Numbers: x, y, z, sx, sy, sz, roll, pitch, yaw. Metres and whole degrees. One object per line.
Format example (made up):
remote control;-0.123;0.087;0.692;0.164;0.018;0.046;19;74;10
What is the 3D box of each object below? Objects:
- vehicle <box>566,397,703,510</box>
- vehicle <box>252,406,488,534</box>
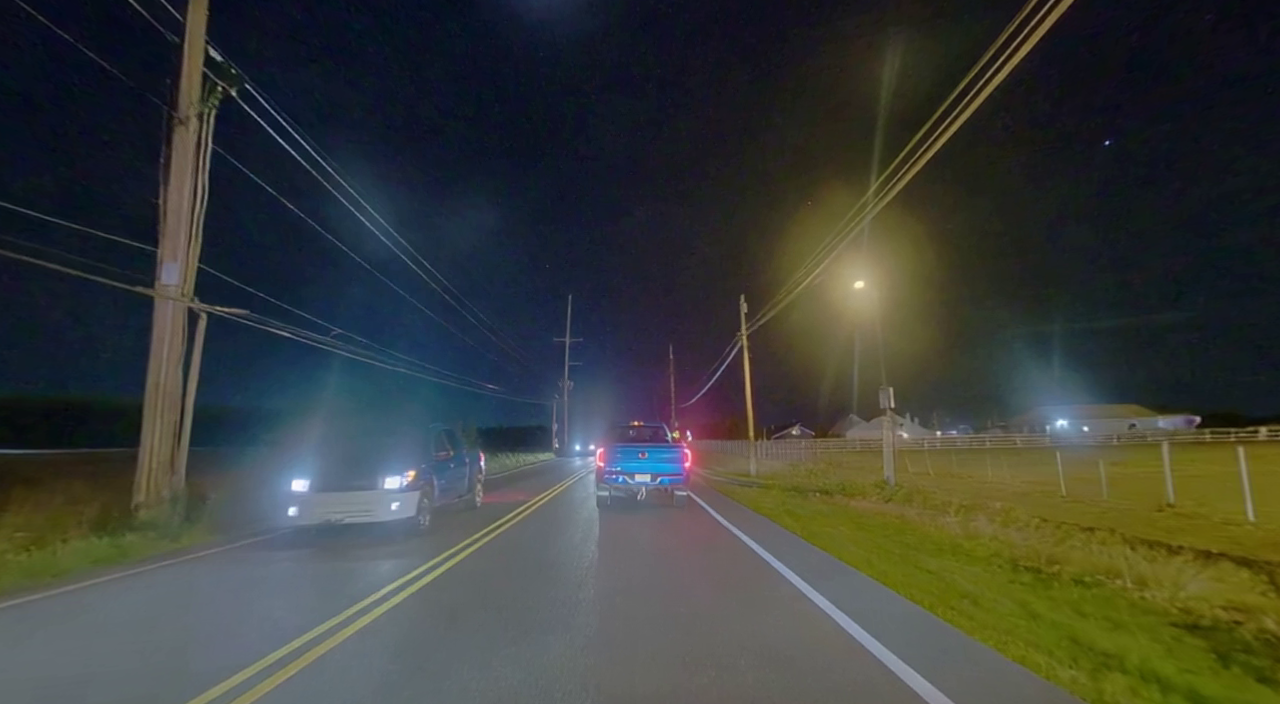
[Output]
vehicle;-0.174;2.439;15.479;2.693;2.223;5.885;0;-8;-1
vehicle;-4.650;2.132;11.977;2.346;1.907;4.757;0;-8;0
